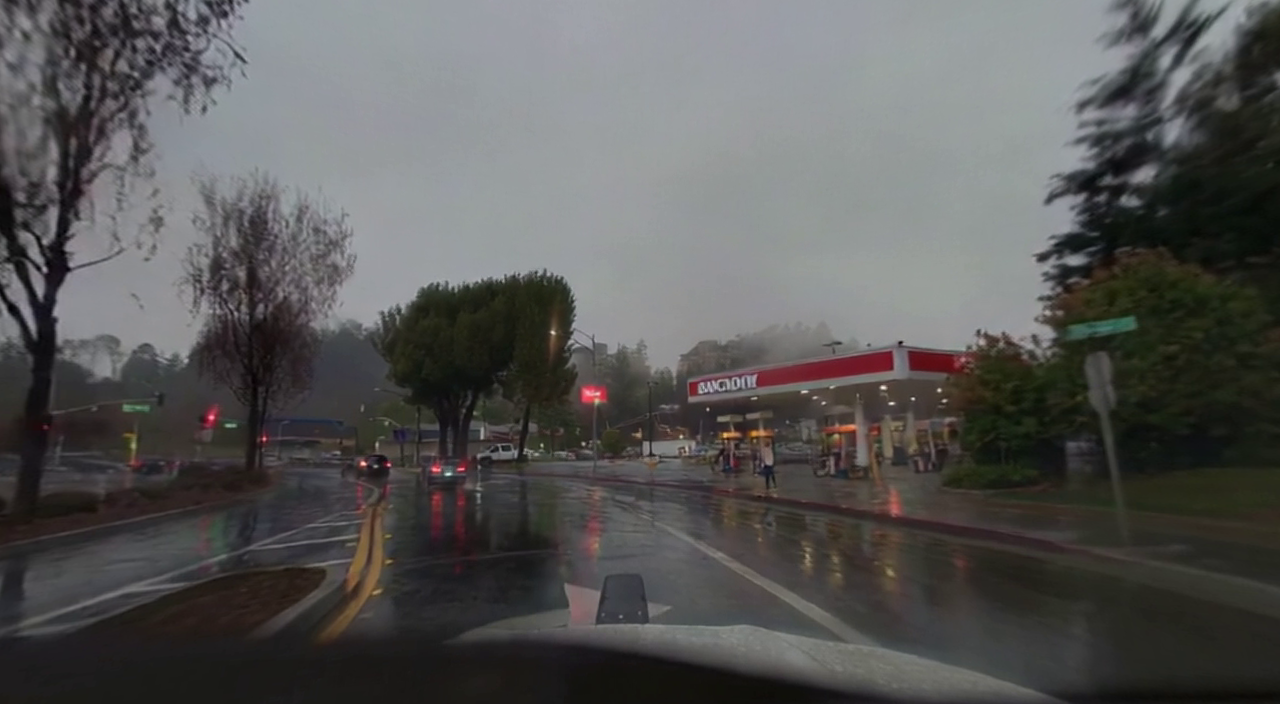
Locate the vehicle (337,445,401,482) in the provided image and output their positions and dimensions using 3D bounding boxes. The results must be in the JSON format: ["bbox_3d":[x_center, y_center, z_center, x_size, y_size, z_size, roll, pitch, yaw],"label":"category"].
[{"bbox_3d":[-16.125,6.534,37.344,2.254,2.006,4.766,7,-11,-37],"label":"vehicle"}]

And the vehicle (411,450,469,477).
[{"bbox_3d":[-14.709,8.098,46.140,2.202,1.822,4.826,7,-11,-40],"label":"vehicle"}]
